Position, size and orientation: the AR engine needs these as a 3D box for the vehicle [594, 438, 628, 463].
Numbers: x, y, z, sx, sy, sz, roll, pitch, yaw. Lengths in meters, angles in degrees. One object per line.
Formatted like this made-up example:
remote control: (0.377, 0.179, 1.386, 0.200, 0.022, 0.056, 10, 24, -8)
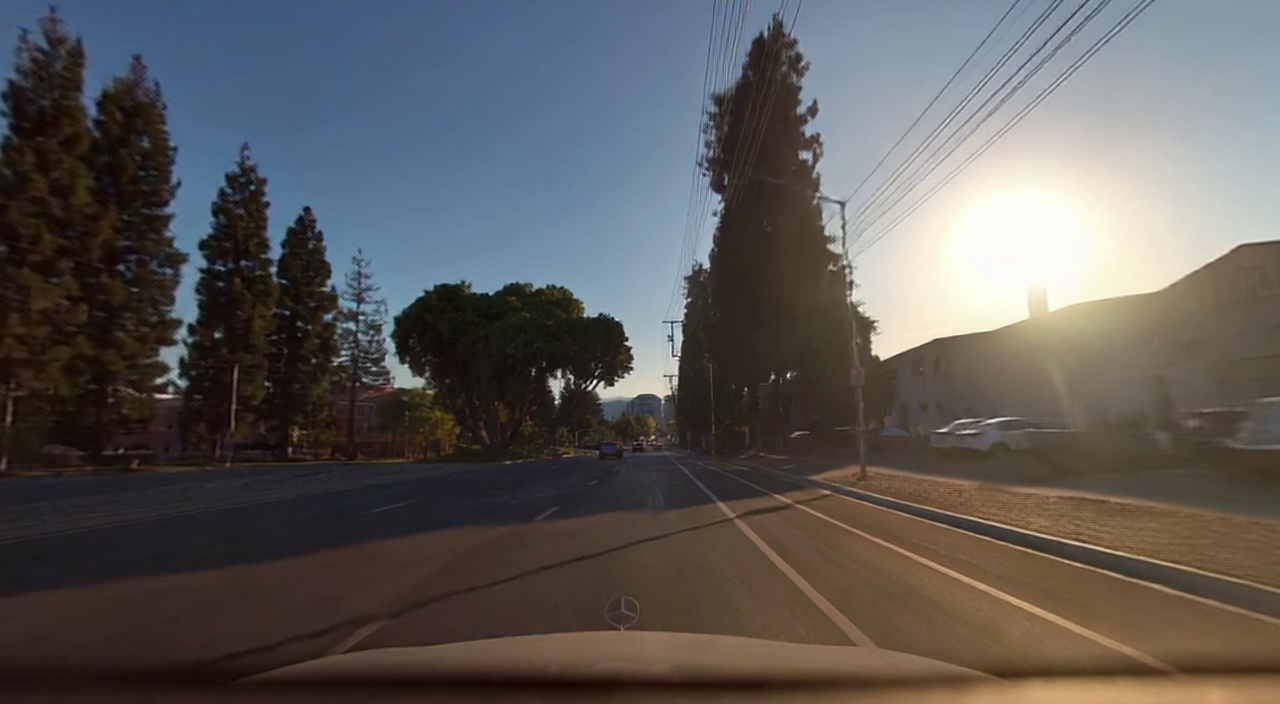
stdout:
vehicle: (-2.042, 7.038, 45.216, 2.121, 1.654, 3.993, 0, -8, 2)
